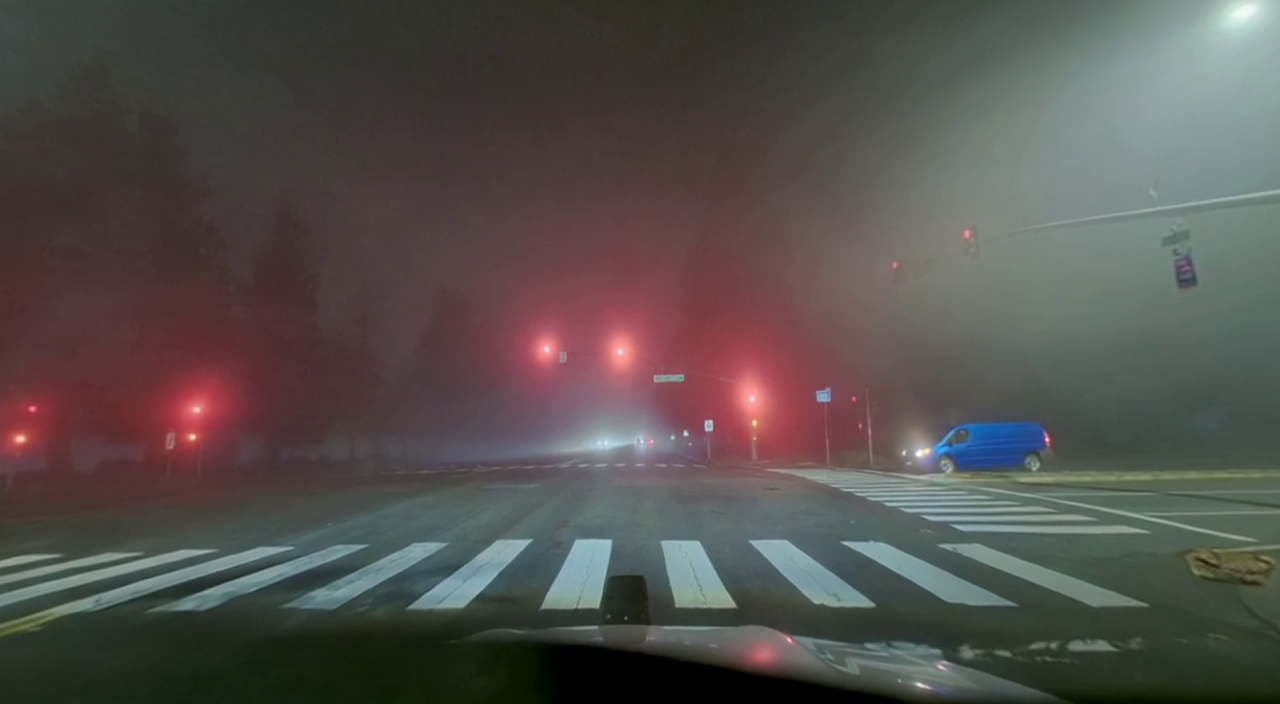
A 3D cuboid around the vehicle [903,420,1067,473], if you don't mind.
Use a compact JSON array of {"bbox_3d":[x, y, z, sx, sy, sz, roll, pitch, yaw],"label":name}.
[{"bbox_3d":[12.436,3.428,22.962,4.790,1.798,1.909,0,-8,1],"label":"vehicle"}]
